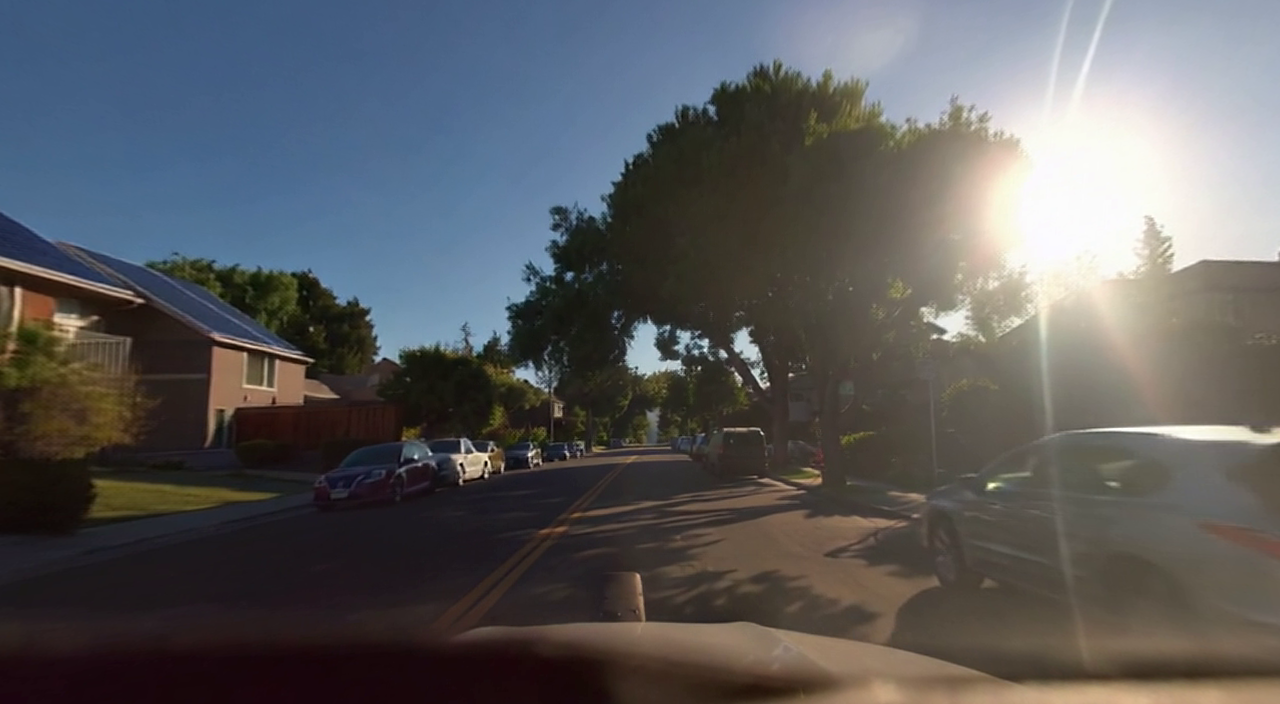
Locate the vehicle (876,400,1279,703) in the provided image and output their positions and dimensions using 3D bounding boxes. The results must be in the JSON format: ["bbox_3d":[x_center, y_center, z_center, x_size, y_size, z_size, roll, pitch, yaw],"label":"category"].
[{"bbox_3d":[3.219,1.133,3.845,1.916,1.484,4.638,-1,-8,2],"label":"vehicle"}]

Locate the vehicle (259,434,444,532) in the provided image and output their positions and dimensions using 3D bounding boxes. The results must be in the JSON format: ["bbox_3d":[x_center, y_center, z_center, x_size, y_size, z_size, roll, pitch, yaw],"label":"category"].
[{"bbox_3d":[-5.972,2.684,13.775,1.901,1.472,4.676,-3,-5,0],"label":"vehicle"}]

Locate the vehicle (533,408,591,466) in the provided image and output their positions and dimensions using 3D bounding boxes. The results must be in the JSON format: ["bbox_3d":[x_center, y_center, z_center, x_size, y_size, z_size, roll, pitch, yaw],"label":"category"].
[{"bbox_3d":[-5.270,5.944,44.058,2.896,3.648,8.004,-1,-8,1],"label":"vehicle"}]

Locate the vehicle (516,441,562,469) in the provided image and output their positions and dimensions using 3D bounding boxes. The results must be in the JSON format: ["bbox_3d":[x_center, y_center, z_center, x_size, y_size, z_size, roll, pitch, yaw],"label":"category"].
[{"bbox_3d":[-5.600,5.723,35.267,1.921,1.470,4.068,0,-8,-1],"label":"vehicle"}]

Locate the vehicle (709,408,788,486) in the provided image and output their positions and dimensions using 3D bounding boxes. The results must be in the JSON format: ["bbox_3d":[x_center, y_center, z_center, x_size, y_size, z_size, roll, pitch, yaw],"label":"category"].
[{"bbox_3d":[3.837,3.451,23.158,2.215,2.542,4.550,-1,-8,2],"label":"vehicle"}]

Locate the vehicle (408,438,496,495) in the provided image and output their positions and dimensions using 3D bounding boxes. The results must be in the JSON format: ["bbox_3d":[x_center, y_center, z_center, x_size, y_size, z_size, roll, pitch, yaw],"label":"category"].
[{"bbox_3d":[-5.856,3.538,19.956,1.758,1.519,3.396,-3,-8,0],"label":"vehicle"}]
